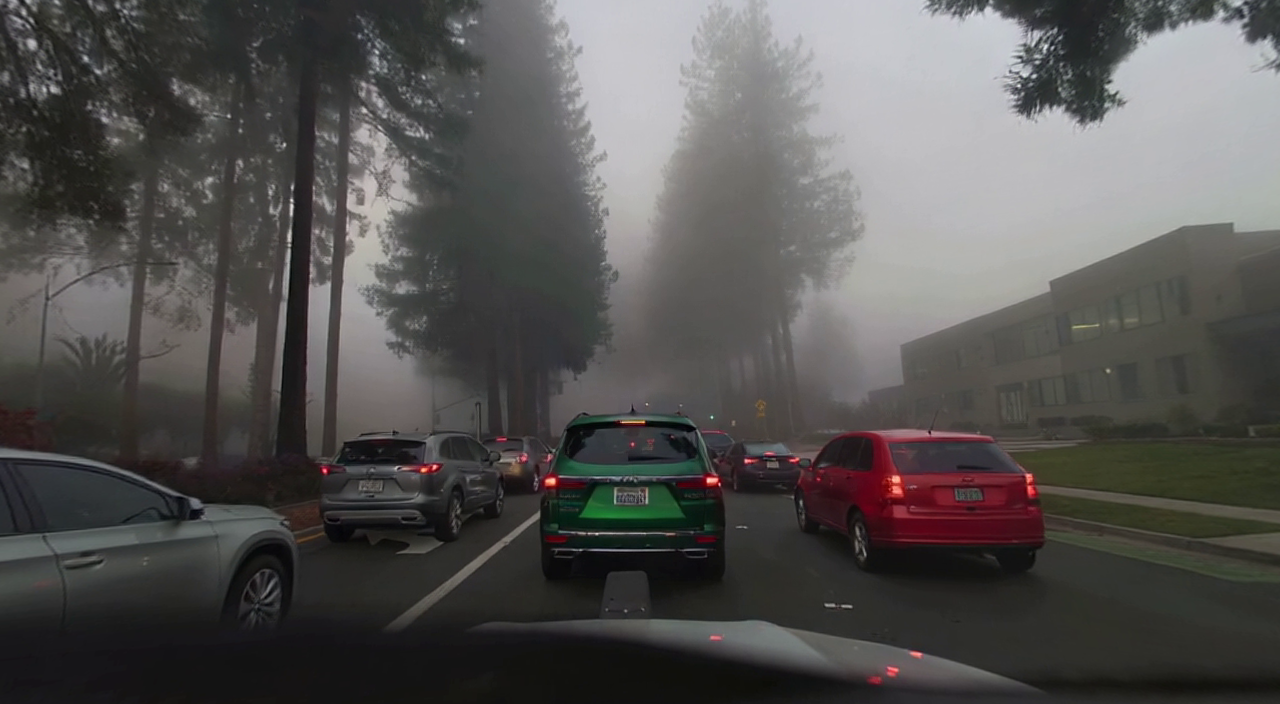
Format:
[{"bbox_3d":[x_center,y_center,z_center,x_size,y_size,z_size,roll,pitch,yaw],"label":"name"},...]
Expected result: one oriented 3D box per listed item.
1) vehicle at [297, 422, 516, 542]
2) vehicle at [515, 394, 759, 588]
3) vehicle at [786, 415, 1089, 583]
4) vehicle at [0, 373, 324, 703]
[{"bbox_3d":[-3.655,2.115,10.921,2.042,1.641,4.314,0,-8,1],"label":"vehicle"},{"bbox_3d":[-0.013,1.551,7.774,2.193,1.744,4.033,0,-8,0],"label":"vehicle"},{"bbox_3d":[3.263,1.664,7.871,1.922,1.579,3.642,0,-8,-1],"label":"vehicle"},{"bbox_3d":[-3.784,0.997,3.307,1.929,1.641,4.193,0,-8,2],"label":"vehicle"}]
